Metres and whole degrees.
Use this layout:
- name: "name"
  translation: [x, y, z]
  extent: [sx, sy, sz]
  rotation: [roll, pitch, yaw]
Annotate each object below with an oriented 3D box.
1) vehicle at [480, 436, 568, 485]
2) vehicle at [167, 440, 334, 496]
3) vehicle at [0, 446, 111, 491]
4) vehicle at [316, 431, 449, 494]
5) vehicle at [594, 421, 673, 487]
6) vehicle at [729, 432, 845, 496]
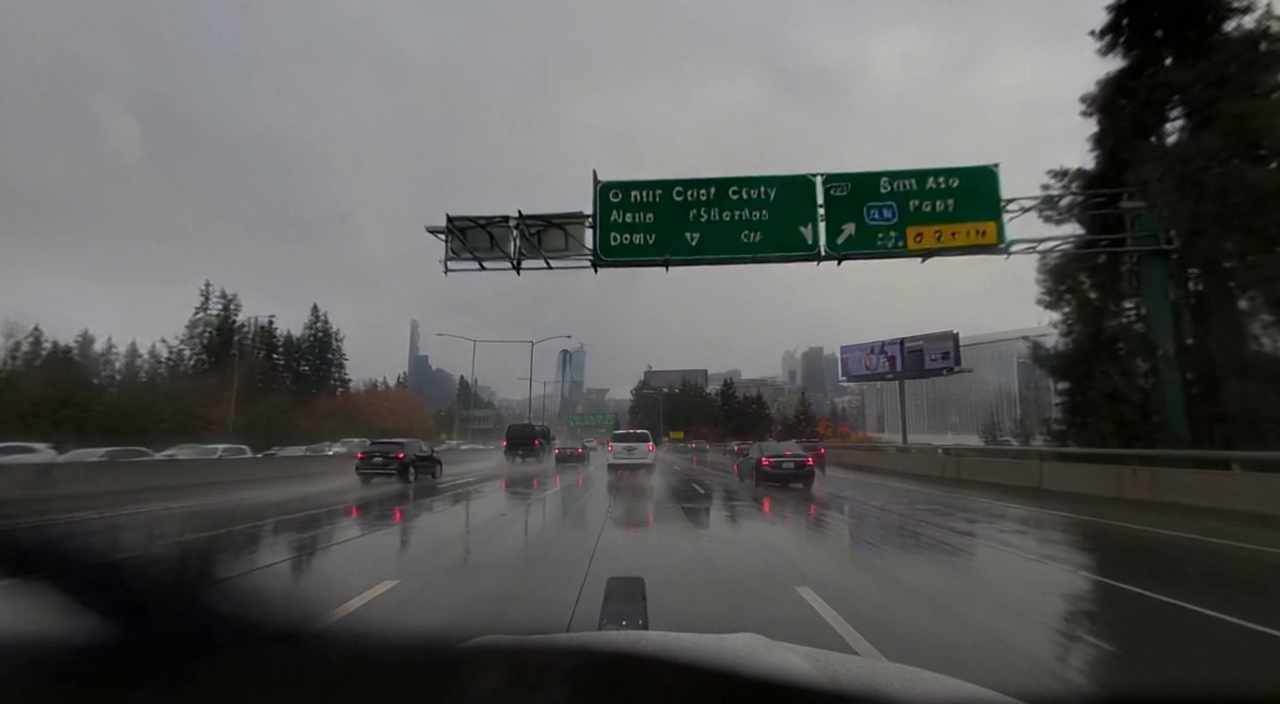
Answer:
- name: "vehicle"
  translation: [-3.859, 3.680, 21.811]
  extent: [2.079, 1.499, 4.512]
  rotation: [0, -8, 1]
- name: "vehicle"
  translation: [-11.237, 3.356, 18.692]
  extent: [1.970, 1.441, 4.555]
  rotation: [0, -8, 1]
- name: "vehicle"
  translation: [-21.916, 4.133, 22.669]
  extent: [1.867, 1.443, 4.468]
  rotation: [0, -8, 0]
- name: "vehicle"
  translation: [-7.426, 3.227, 18.747]
  extent: [2.021, 1.632, 4.417]
  rotation: [0, -8, 1]
- name: "vehicle"
  translation: [-0.204, 3.222, 20.220]
  extent: [2.209, 1.863, 4.626]
  rotation: [0, -8, 0]
- name: "vehicle"
  translation: [3.747, 2.943, 17.001]
  extent: [1.942, 1.487, 4.518]
  rotation: [0, -8, -1]
